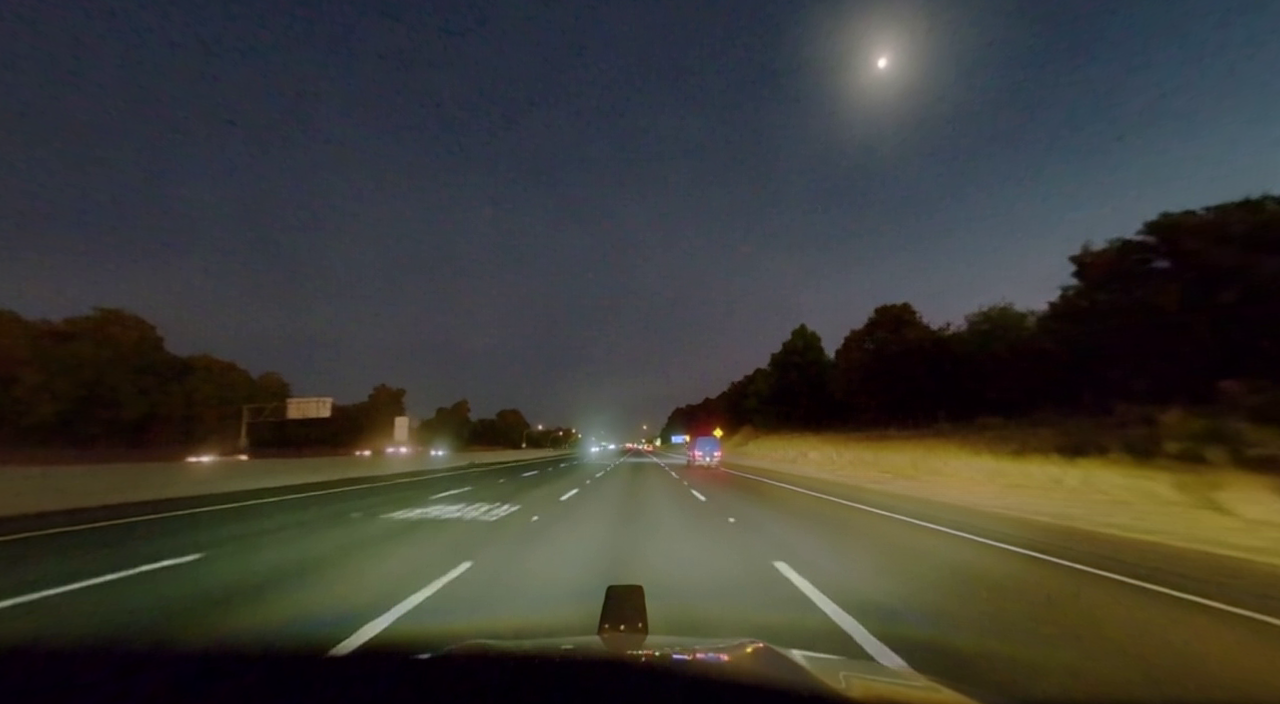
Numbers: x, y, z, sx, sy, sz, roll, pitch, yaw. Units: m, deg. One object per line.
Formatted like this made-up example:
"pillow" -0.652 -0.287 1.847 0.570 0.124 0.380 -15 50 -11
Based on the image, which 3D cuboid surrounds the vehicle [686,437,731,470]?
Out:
"vehicle" 4.185 6.284 39.244 2.172 1.930 4.879 0 -8 -1
